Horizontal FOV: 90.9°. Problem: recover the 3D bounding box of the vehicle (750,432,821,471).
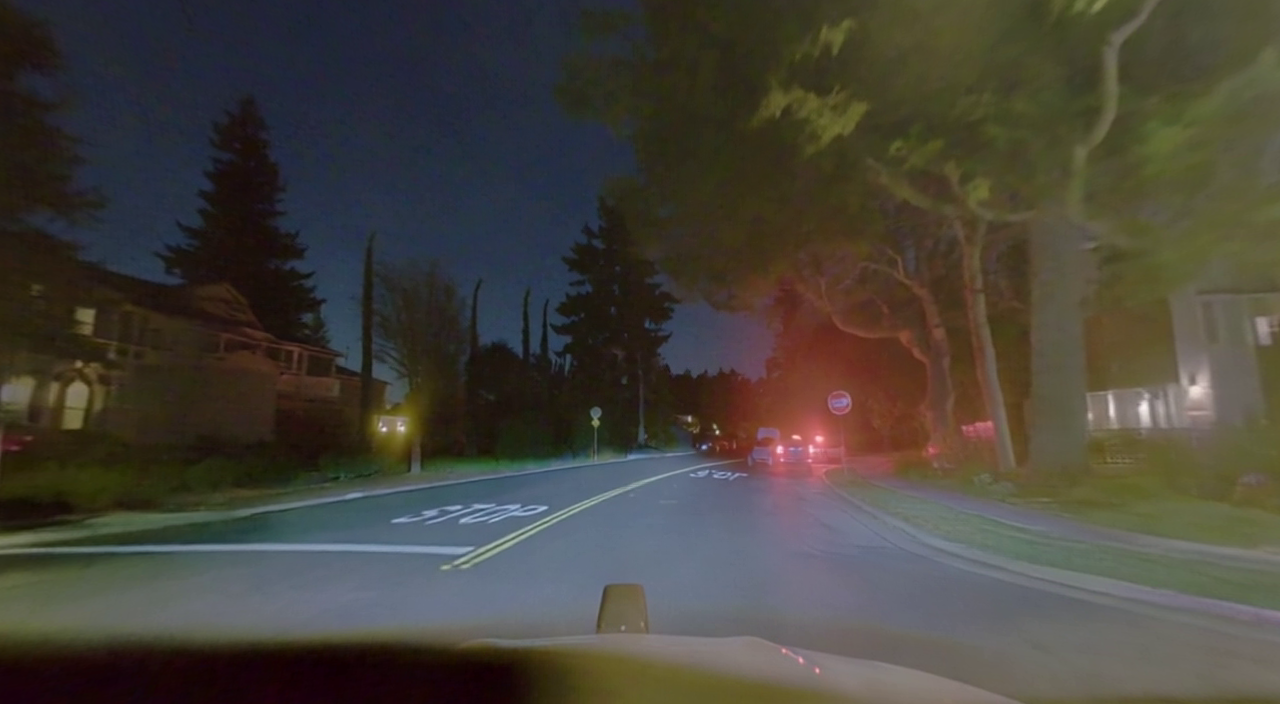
[{"bbox_3d":[6.976,4.663,29.846,2.692,1.649,4.689,-3,-8,20],"label":"vehicle"}]
